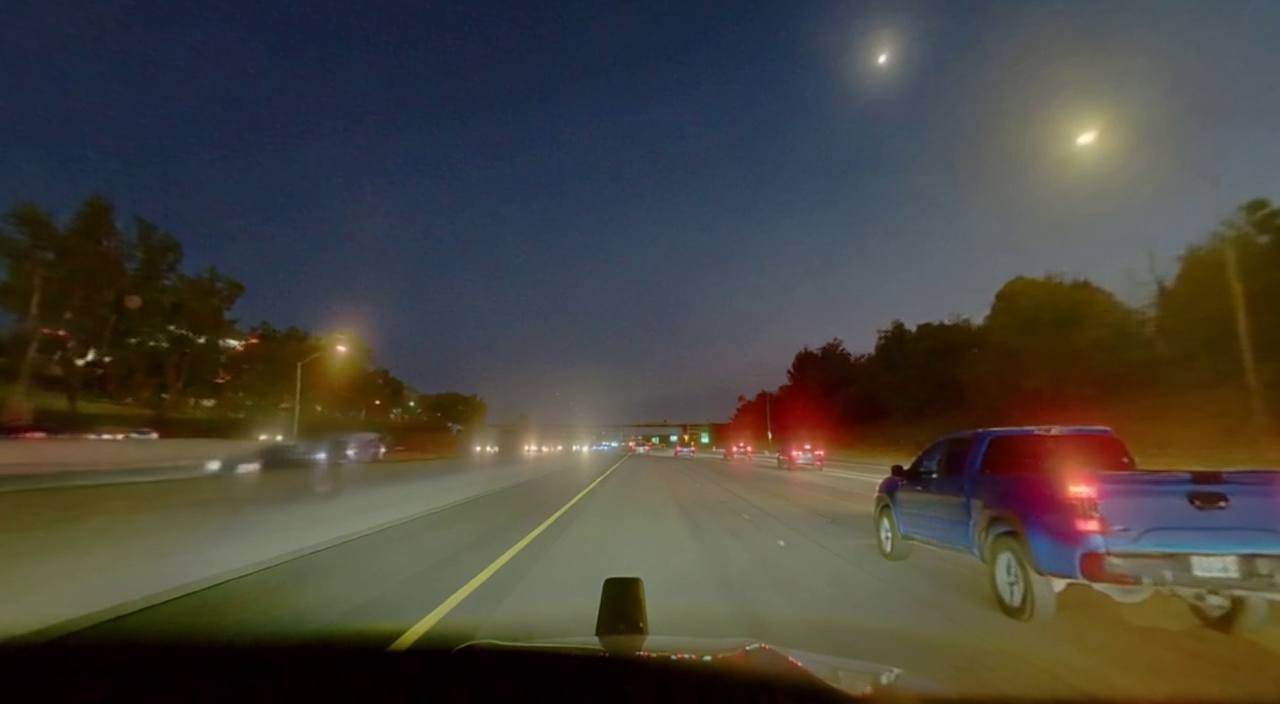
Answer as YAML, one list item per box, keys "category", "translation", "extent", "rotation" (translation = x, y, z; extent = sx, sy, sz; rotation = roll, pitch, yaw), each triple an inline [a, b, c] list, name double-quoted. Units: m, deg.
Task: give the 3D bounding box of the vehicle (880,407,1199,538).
- category: "vehicle"
  translation: [6.845, 2.149, 12.023]
  extent: [2.182, 1.852, 5.926]
  rotation: [0, -8, 0]

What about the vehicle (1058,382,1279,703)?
- category: "vehicle"
  translation: [3.221, 0.670, 0.780]
  extent: [2.119, 1.524, 4.807]
  rotation: [0, -8, 0]

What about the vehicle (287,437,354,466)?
- category: "vehicle"
  translation: [-21.397, 6.672, 42.436]
  extent: [2.021, 1.768, 4.687]
  rotation: [0, -8, 0]

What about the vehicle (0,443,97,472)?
- category: "vehicle"
  translation: [-33.309, 5.824, 35.120]
  extent: [1.833, 1.479, 4.495]
  rotation: [-1, -8, 4]
